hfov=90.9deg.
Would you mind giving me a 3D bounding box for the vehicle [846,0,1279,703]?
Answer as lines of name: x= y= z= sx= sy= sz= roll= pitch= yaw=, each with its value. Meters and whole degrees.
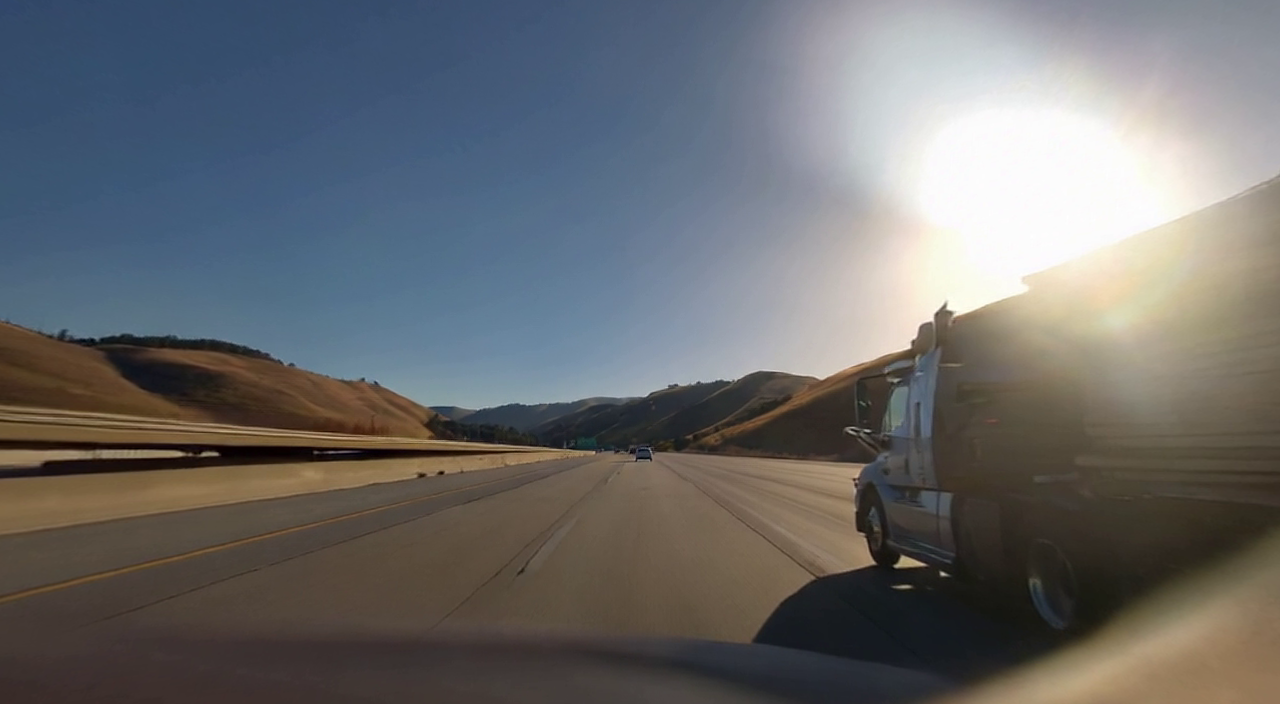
vehicle: x=3.916 y=0.093 z=1.426 sx=3.326 sy=3.089 sz=10.642 roll=0 pitch=-9 yaw=0
